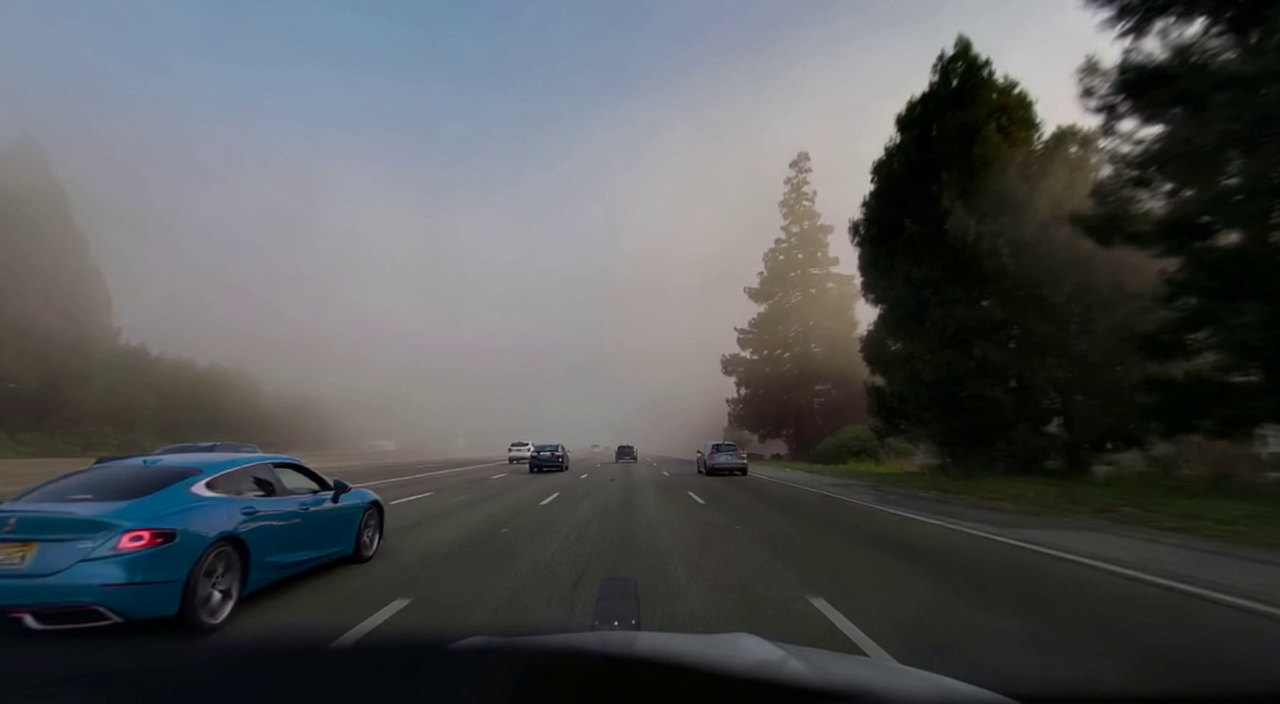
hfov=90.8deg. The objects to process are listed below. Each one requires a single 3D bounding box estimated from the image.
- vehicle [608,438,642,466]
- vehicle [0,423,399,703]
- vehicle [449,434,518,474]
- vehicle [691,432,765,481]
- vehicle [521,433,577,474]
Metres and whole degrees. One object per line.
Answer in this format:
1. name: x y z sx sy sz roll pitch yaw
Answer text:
1. vehicle: -0.918 6.295 39.943 2.053 1.650 3.945 0 -8 -1
2. vehicle: -3.933 1.377 5.176 2.124 1.426 4.444 0 -8 0
3. vehicle: -7.646 5.044 31.433 2.086 1.776 5.080 0 -8 0
4. vehicle: 3.220 3.951 24.112 2.061 1.658 4.417 0 -8 -2
5. vehicle: -4.244 4.839 30.257 2.044 1.774 4.329 0 -8 0
